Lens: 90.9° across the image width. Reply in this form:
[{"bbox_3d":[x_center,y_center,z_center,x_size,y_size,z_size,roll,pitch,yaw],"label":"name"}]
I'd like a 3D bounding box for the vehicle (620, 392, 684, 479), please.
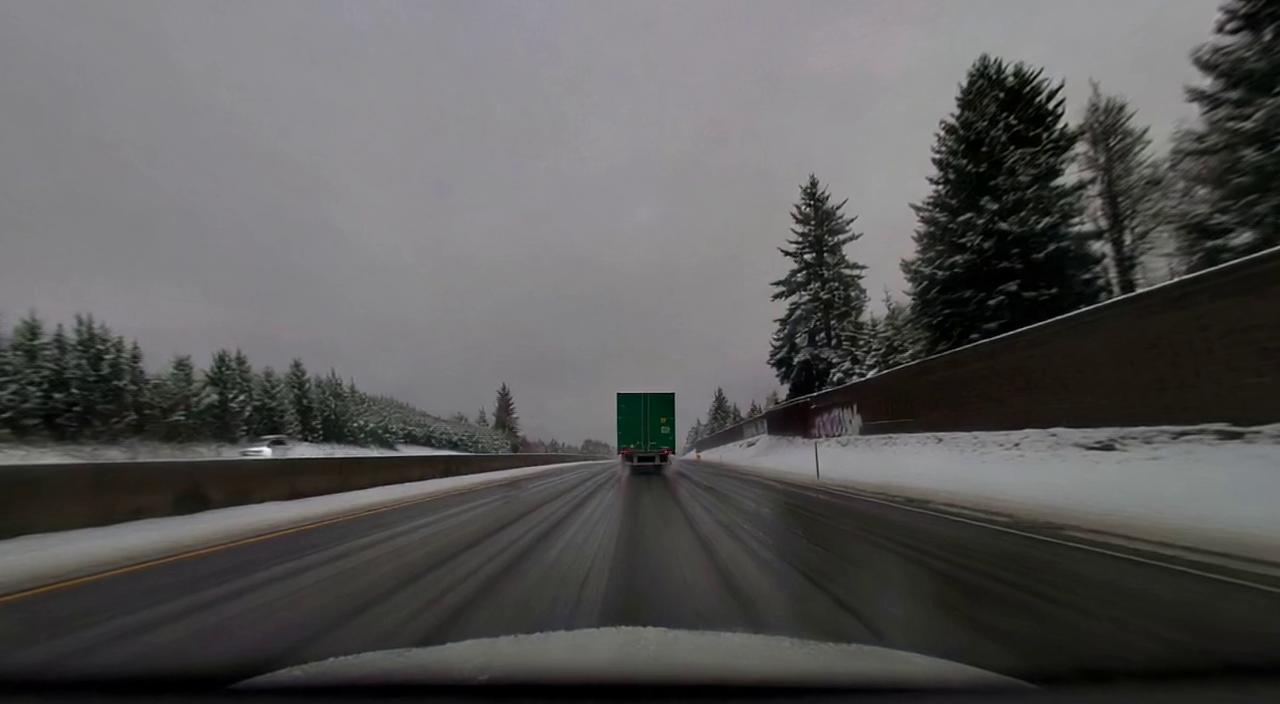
[{"bbox_3d":[0.377,4.625,33.915,2.900,3.955,10.151,0,-9,-2],"label":"vehicle"}]
